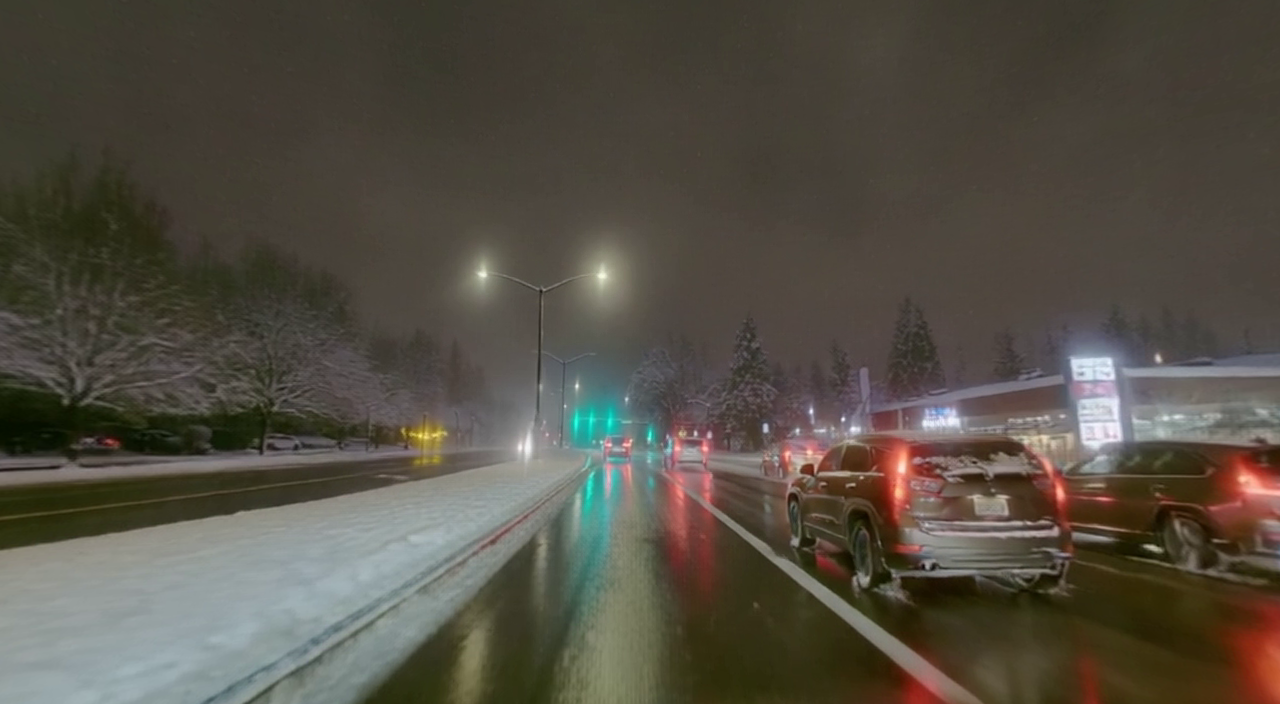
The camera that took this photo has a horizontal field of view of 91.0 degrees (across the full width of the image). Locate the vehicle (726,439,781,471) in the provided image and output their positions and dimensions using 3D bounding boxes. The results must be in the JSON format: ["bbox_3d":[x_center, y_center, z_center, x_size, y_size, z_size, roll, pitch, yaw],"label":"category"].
[{"bbox_3d":[6.137,5.638,34.635,1.954,1.606,4.423,1,-8,-4],"label":"vehicle"}]

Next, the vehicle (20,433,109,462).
[{"bbox_3d":[-31.004,5.171,34.066,1.744,1.433,3.823,2,-9,-11],"label":"vehicle"}]

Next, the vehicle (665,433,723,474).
[{"bbox_3d":[2.410,4.690,29.223,2.000,1.745,4.206,1,-8,-4],"label":"vehicle"}]

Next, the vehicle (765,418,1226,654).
[{"bbox_3d":[2.659,1.462,6.121,1.883,1.452,4.258,0,-8,-2],"label":"vehicle"}]

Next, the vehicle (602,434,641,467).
[{"bbox_3d":[-1.170,5.776,36.889,2.051,1.798,4.168,1,-8,-5],"label":"vehicle"}]
